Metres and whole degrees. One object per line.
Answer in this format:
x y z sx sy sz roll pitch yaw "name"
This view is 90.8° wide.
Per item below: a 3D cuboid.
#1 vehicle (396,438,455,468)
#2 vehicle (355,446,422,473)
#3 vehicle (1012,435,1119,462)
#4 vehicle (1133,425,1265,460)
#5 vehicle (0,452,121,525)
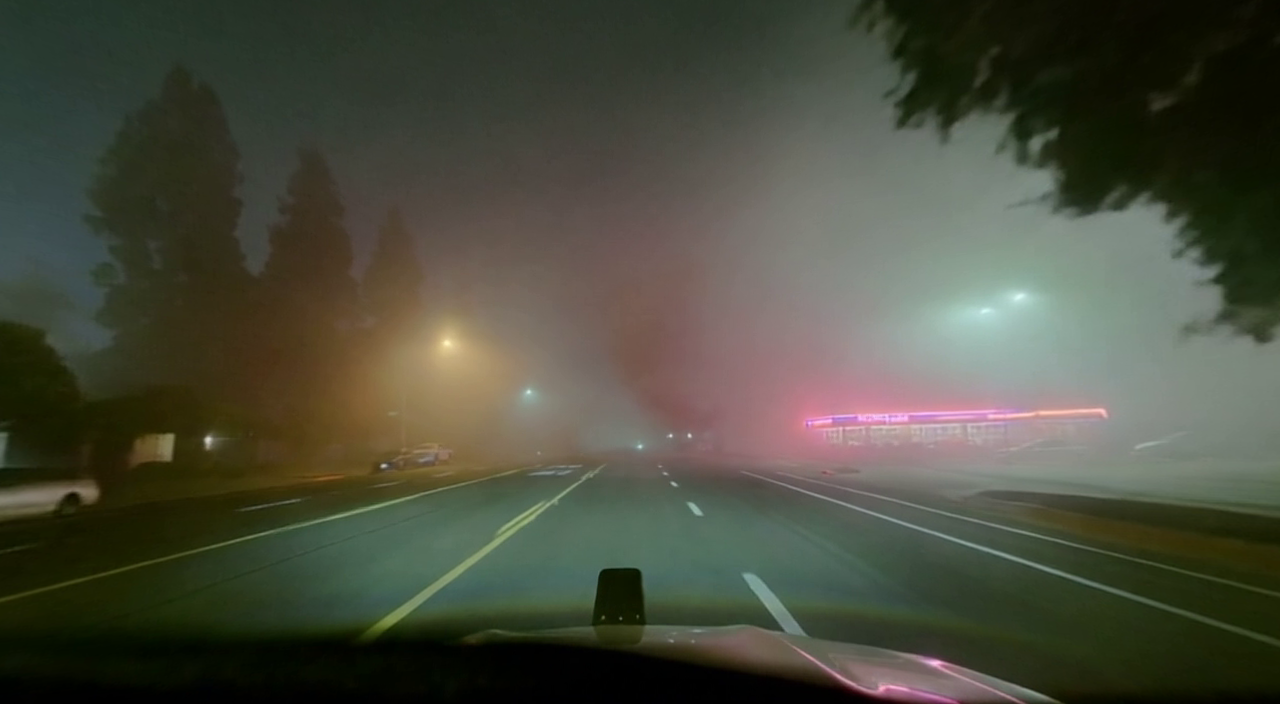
-14.981 7.078 44.593 2.164 1.933 5.804 0 -8 0 "vehicle"
-15.084 6.473 38.228 2.106 1.479 4.541 0 -8 1 "vehicle"
24.325 5.571 36.339 4.622 1.466 2.066 -3 -9 16 "vehicle"
30.584 4.991 34.751 4.841 1.815 2.151 -2 -9 15 "vehicle"
-14.703 3.024 14.125 2.124 1.501 4.807 0 -8 0 "vehicle"
